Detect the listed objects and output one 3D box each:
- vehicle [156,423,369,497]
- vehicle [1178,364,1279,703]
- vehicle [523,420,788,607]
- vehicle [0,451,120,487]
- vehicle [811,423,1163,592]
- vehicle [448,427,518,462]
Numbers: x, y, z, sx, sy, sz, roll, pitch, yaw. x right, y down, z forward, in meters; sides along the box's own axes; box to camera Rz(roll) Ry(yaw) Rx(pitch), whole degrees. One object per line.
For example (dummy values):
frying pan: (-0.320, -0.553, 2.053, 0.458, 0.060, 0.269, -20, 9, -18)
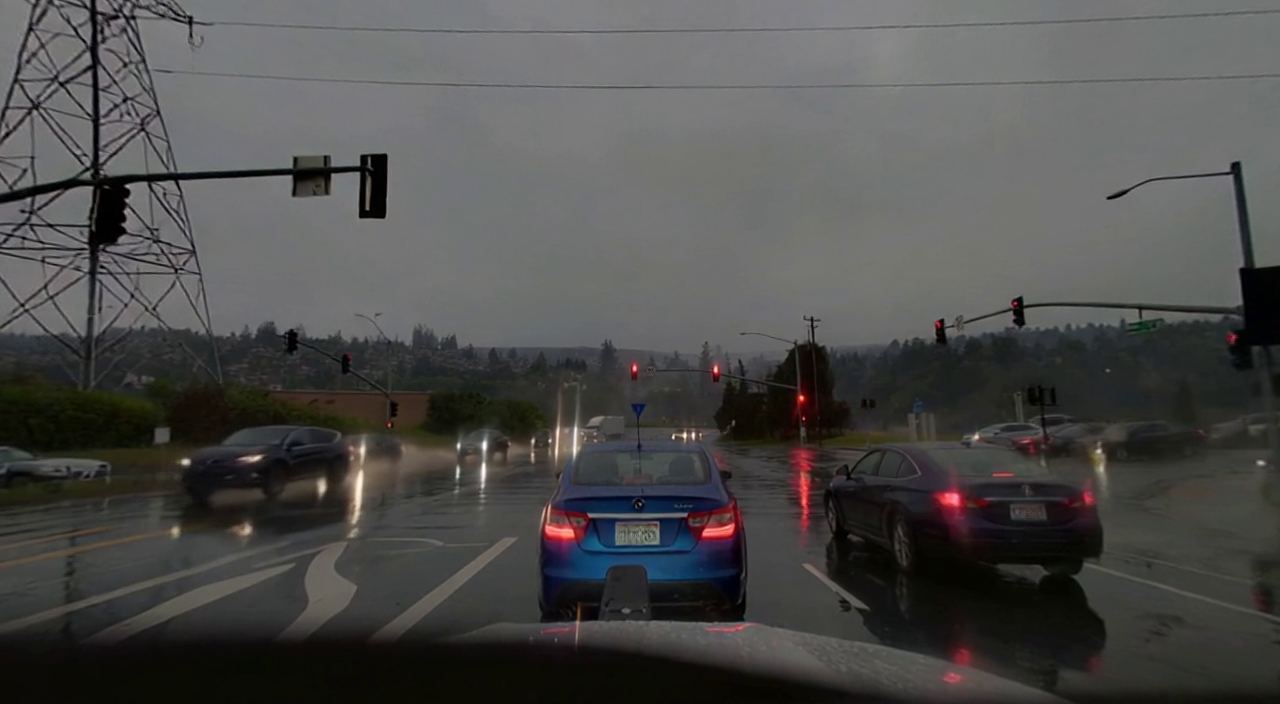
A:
vehicle: (-10.065, 2.953, 17.609, 2.269, 1.716, 5.700, -1, -8, 2)
vehicle: (3.406, 0.590, 0.630, 1.926, 1.614, 4.330, 0, -8, 1)
vehicle: (0.110, 1.598, 7.131, 2.117, 1.474, 4.036, 0, -8, 0)
vehicle: (-25.920, 5.114, 27.761, 4.263, 1.464, 1.895, 0, -8, -1)
vehicle: (3.651, 1.685, 7.725, 1.835, 1.473, 4.190, 0, -8, -2)
vehicle: (-8.983, 5.390, 36.627, 2.161, 1.818, 5.672, -1, -8, 5)
